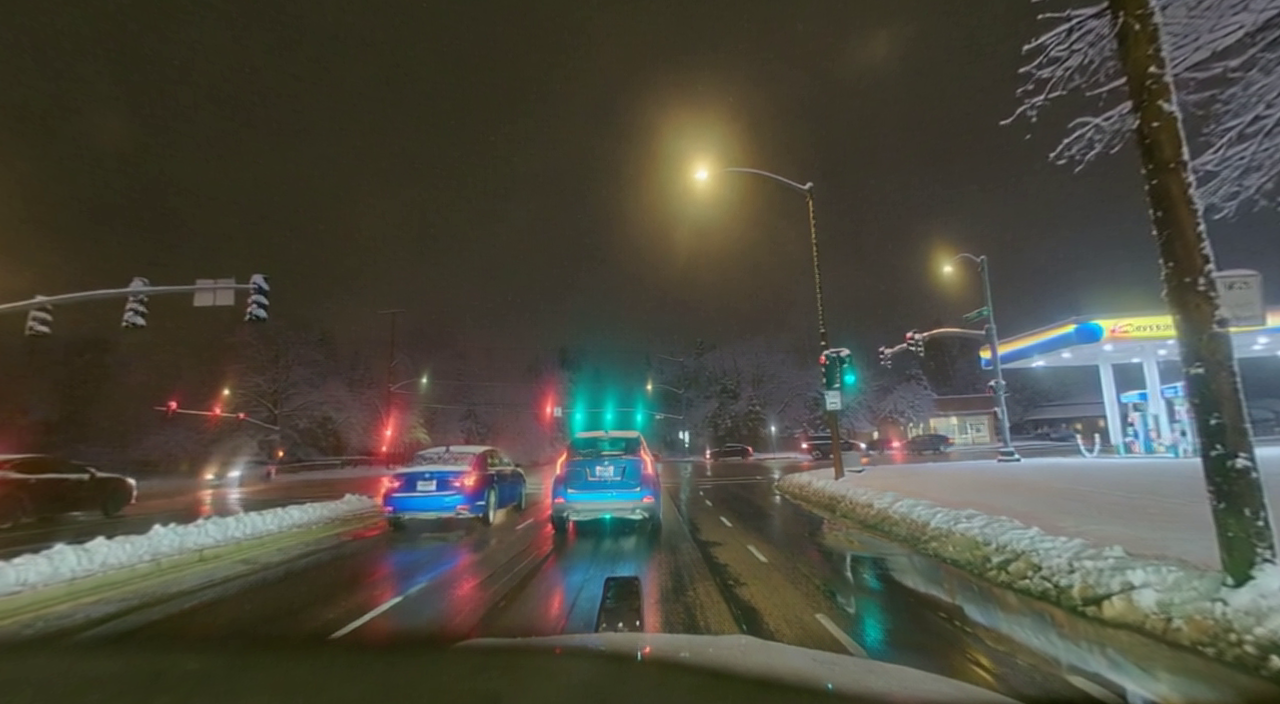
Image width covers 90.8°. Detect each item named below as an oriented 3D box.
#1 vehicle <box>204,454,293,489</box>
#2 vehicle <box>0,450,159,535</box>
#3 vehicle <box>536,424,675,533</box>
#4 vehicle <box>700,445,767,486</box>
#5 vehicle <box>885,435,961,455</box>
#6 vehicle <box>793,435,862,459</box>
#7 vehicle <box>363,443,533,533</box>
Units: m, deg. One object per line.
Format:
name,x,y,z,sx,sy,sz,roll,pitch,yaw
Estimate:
vehicle,-21.327,6.513,34.681,1.890,1.691,4.591,0,-8,0
vehicle,-13.494,3.002,13.947,1.995,1.626,4.592,0,-8,2
vehicle,-0.536,2.328,12.226,2.210,1.722,4.215,0,-8,0
vehicle,3.832,4.449,25.254,1.976,1.462,4.342,-3,-9,17
vehicle,20.810,6.844,46.632,4.700,1.417,1.789,0,-8,1
vehicle,13.894,7.074,46.926,4.524,1.681,1.823,0,-8,-1
vehicle,-3.610,2.611,12.834,2.003,1.492,4.291,0,-8,1
